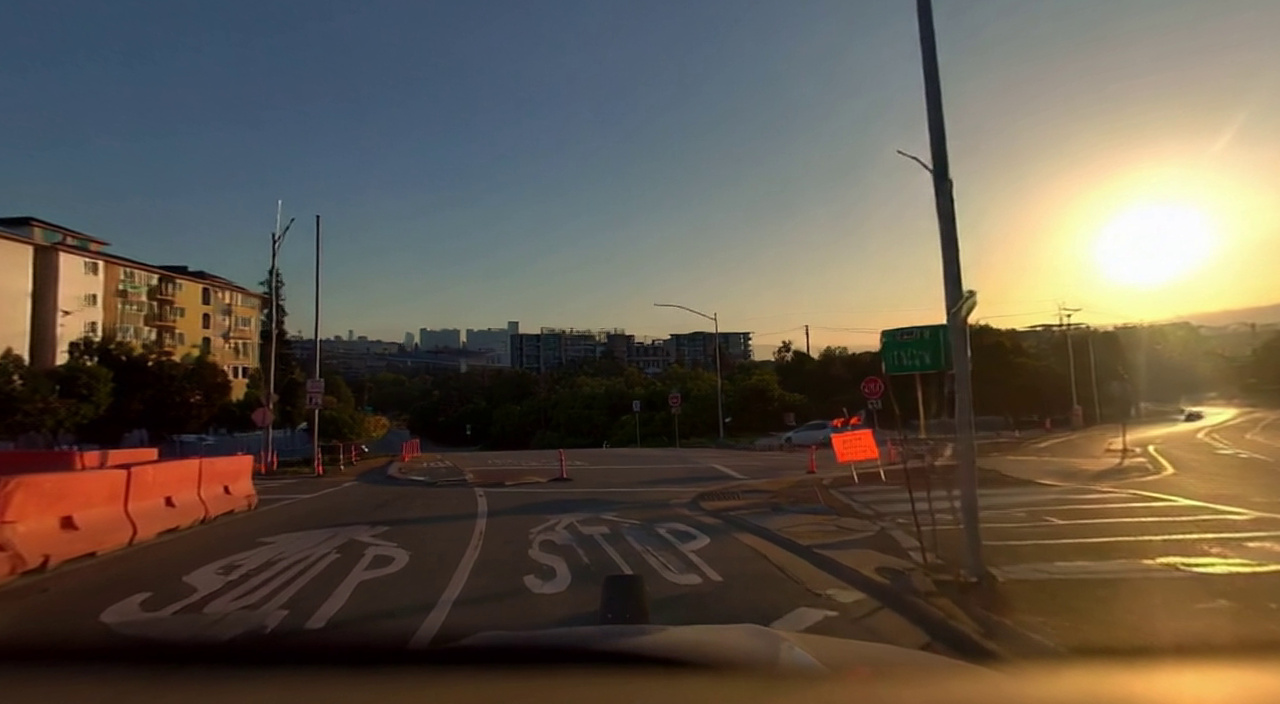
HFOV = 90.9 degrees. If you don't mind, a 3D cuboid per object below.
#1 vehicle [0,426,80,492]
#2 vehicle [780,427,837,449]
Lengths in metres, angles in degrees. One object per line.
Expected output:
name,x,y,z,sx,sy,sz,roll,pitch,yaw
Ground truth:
vehicle,-18.230,3.126,18.667,2.159,1.734,4.292,8,-12,-43
vehicle,13.374,6.827,49.963,4.302,1.628,1.957,5,-10,-33
